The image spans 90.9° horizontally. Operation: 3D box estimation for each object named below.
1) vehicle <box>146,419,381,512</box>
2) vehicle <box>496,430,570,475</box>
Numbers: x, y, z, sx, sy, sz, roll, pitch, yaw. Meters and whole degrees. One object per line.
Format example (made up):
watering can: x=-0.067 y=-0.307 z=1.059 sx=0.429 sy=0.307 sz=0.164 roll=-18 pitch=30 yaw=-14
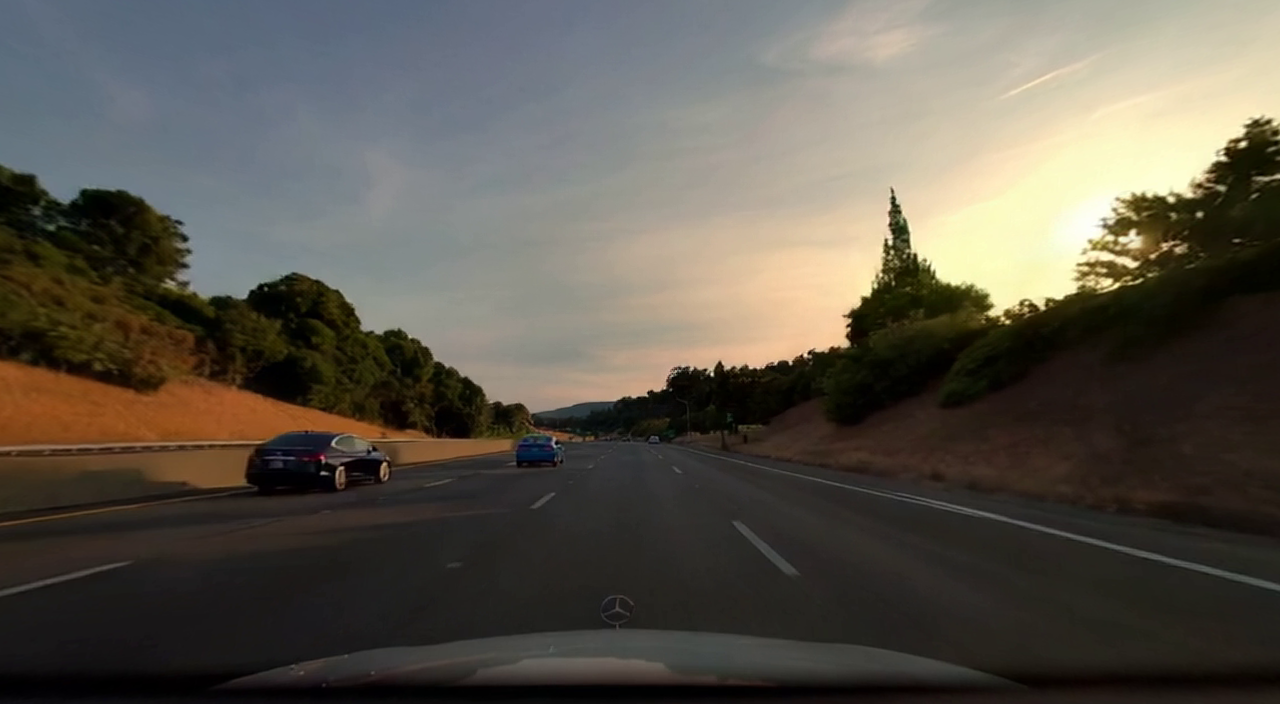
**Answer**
vehicle: x=-7.286 y=2.232 z=12.956 sx=1.983 sy=1.535 sz=4.652 roll=0 pitch=-8 yaw=0
vehicle: x=-3.847 y=3.697 z=23.513 sx=2.026 sy=1.517 sz=4.325 roll=0 pitch=-8 yaw=0
